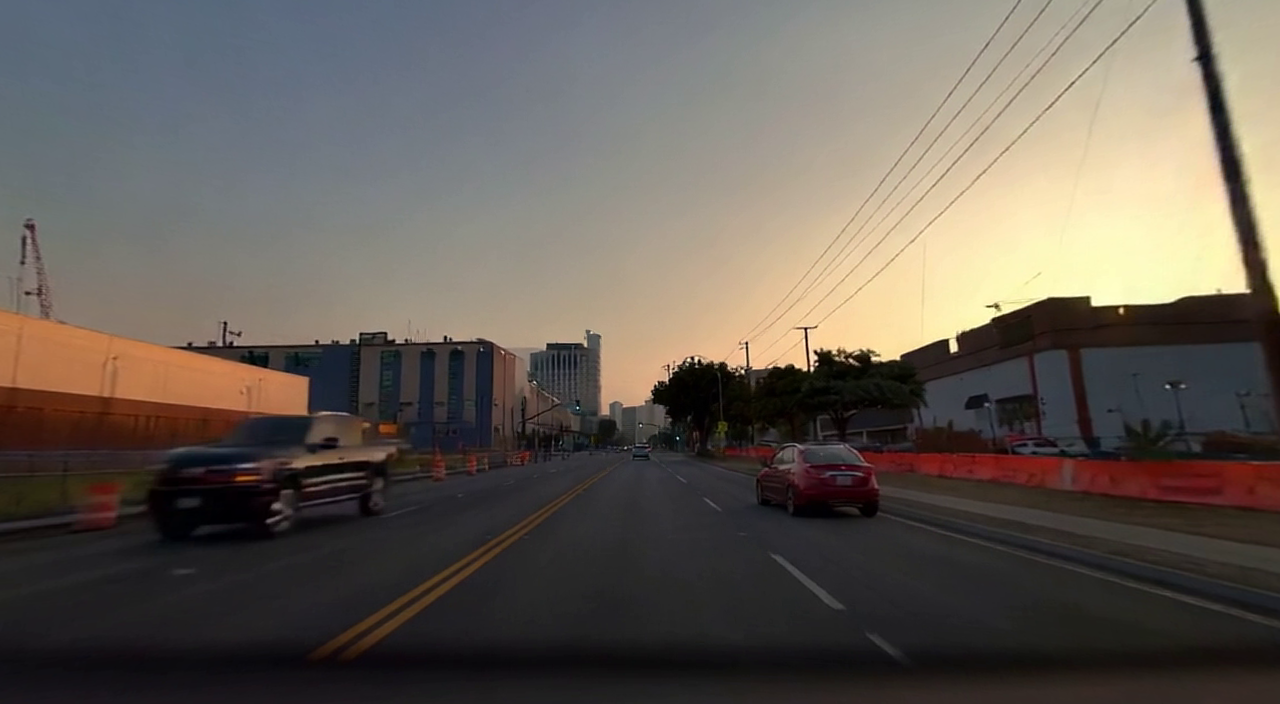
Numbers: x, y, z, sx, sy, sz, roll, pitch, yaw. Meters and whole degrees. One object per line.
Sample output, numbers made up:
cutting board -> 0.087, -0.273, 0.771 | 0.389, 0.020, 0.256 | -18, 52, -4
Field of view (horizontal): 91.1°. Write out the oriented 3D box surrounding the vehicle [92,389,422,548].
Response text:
vehicle -> -6.639, 2.140, 12.225 | 2.538, 2.287, 6.052 | 0, -8, 0

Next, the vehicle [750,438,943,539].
vehicle -> 3.634, 2.478, 12.167 | 2.148, 1.562, 4.642 | 0, -9, 0

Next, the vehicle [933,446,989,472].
vehicle -> 21.104, 6.993, 41.193 | 4.279, 1.545, 1.850 | 8, -11, -43

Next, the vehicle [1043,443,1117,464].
vehicle -> 34.507, 7.985, 49.367 | 4.526, 1.514, 1.957 | -5, -10, 31
